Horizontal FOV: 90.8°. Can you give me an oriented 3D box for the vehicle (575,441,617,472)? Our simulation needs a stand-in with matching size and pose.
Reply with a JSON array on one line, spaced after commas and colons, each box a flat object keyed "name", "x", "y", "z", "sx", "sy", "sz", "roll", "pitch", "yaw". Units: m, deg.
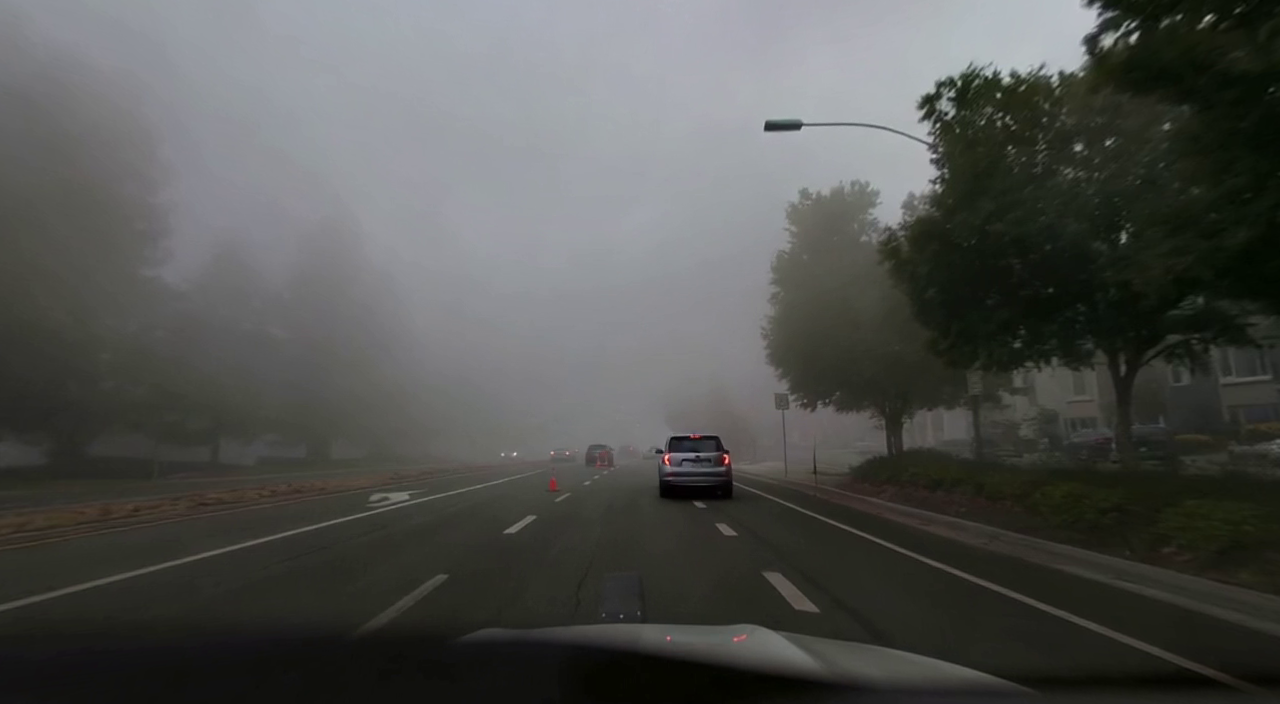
[{"name": "vehicle", "x": -2.499, "y": 6.036, "z": 36.751, "sx": 2.121, "sy": 1.654, "sz": 3.993, "roll": 0, "pitch": -8, "yaw": 1}]

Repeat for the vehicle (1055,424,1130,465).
[{"name": "vehicle", "x": 20.475, "y": 4.165, "z": 28.484, "sx": 1.960, "sy": 1.678, "sz": 4.435, "roll": -8, "pitch": -12, "yaw": 44}]

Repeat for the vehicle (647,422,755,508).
[{"name": "vehicle", "x": 1.340, "y": 2.770, "z": 15.921, "sx": 2.197, "sy": 1.835, "sz": 4.316, "roll": 0, "pitch": -8, "yaw": -1}]

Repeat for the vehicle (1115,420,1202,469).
[{"name": "vehicle", "x": 20.066, "y": 3.563, "z": 24.372, "sx": 4.367, "sy": 1.684, "sz": 1.937, "roll": 8, "pitch": -11, "yaw": -44}]
